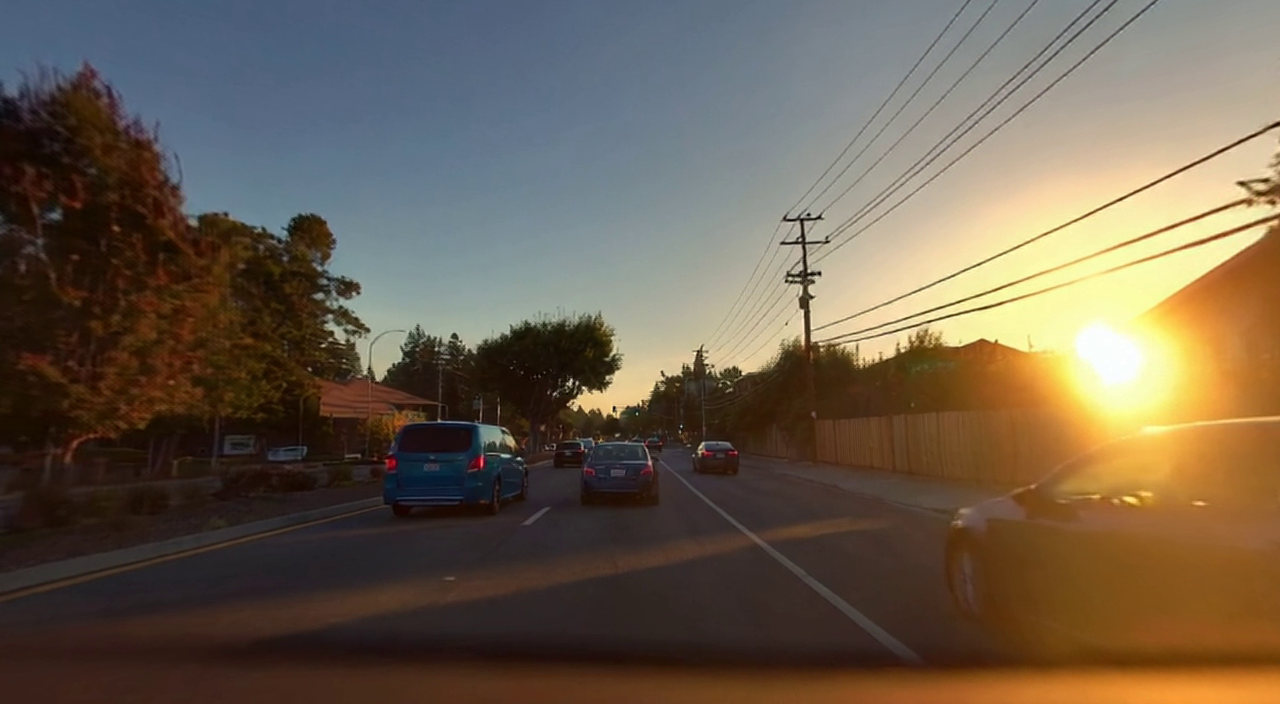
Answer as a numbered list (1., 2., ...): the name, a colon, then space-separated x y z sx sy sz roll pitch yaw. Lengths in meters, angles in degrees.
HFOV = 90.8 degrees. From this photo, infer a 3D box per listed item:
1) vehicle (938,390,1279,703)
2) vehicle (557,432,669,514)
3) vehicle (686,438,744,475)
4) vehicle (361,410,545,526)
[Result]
1. vehicle: 3.223 0.994 2.844 1.880 1.521 3.724 0 -9 -1
2. vehicle: -0.490 2.552 13.740 2.097 1.511 3.809 0 -9 0
3. vehicle: 3.203 4.581 27.884 1.878 1.479 4.461 0 -9 -2
4. vehicle: -3.348 2.206 12.503 2.092 1.839 4.736 0 -9 1
